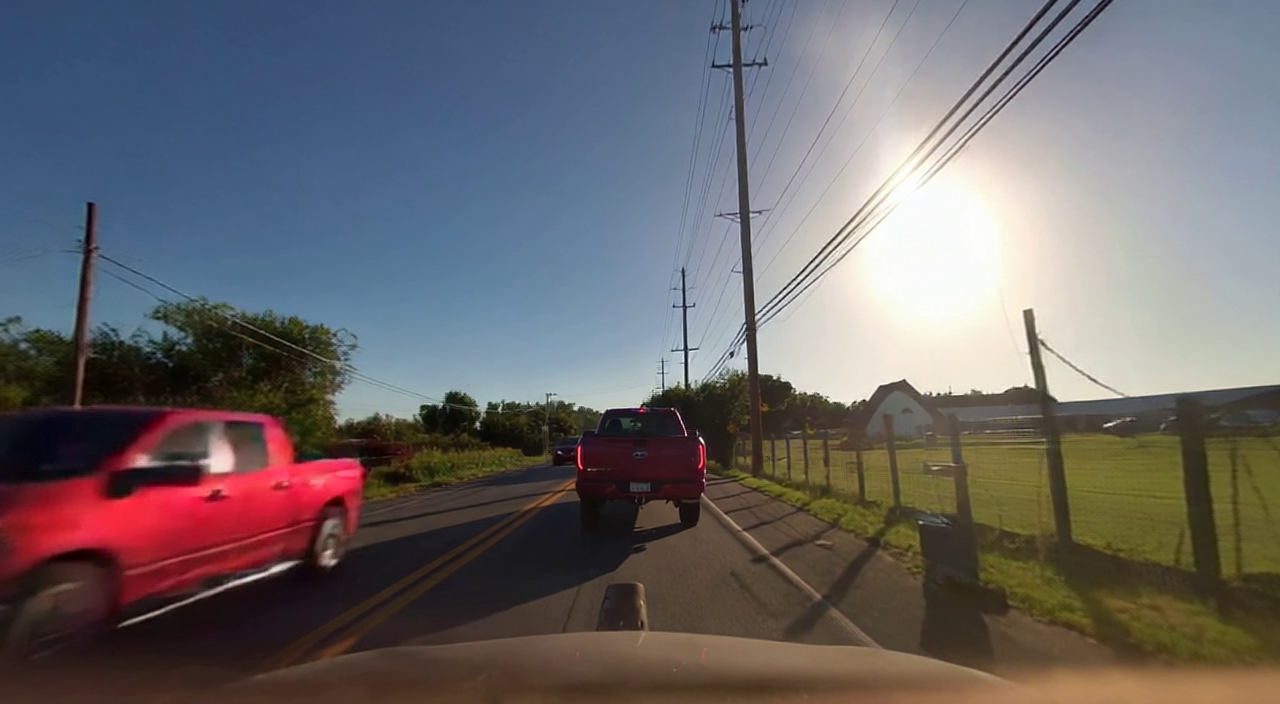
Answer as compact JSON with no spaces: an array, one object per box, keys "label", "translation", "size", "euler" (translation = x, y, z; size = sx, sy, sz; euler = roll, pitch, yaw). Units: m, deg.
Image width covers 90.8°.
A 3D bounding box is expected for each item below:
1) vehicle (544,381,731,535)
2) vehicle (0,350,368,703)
[{"label":"vehicle","translation":[-0.081,1.962,12.161],"size":[2.693,2.223,5.885],"euler":[0,-8,-1]},{"label":"vehicle","translation":[-4.132,1.156,4.643],"size":[2.193,1.805,4.657],"euler":[0,-8,0]}]
